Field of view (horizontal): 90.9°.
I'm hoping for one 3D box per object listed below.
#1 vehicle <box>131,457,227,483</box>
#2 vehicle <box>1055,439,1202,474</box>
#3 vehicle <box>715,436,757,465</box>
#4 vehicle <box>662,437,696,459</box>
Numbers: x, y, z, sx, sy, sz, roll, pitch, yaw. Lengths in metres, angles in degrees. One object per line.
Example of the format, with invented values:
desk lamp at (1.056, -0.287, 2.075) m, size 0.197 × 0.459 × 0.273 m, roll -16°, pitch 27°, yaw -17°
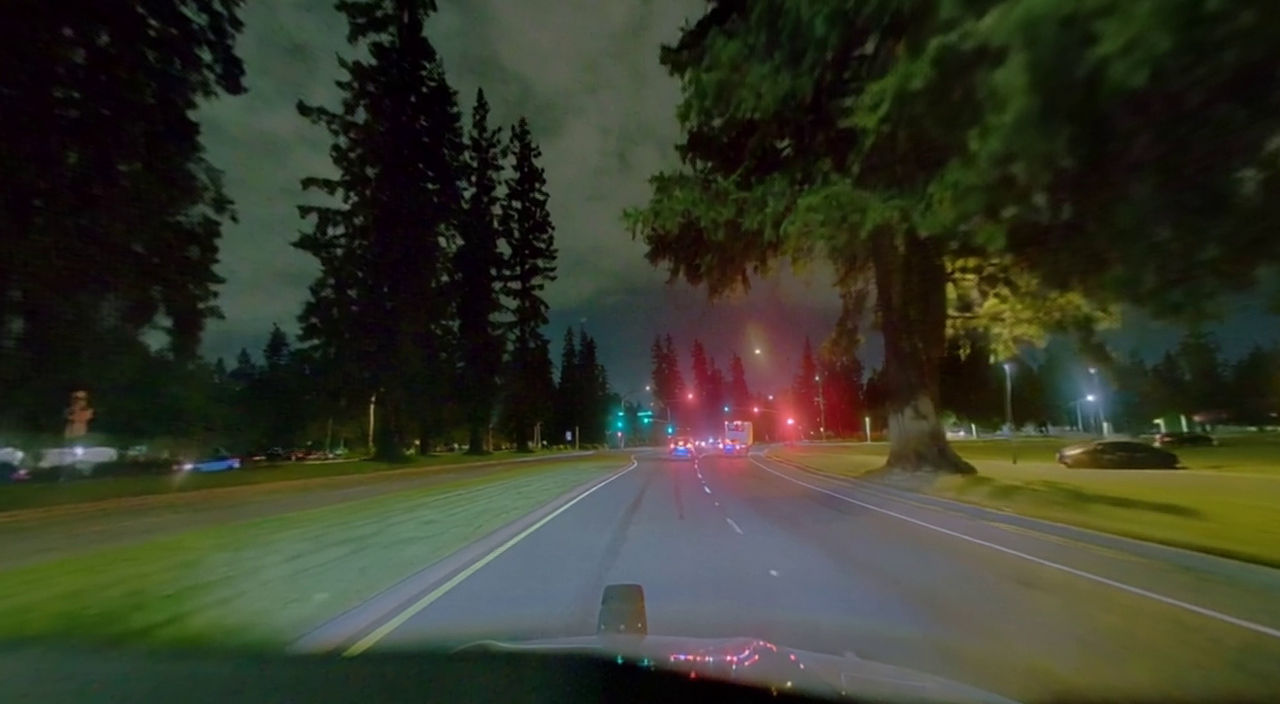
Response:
vehicle at (-27.188, 6.975, 37.301) m, size 4.275 × 1.430 × 1.878 m, roll -1°, pitch -9°, yaw 4°
vehicle at (21.003, 4.506, 27.292) m, size 4.627 × 1.418 × 1.800 m, roll -1°, pitch -9°, yaw 7°
vehicle at (5.297, 5.460, 35.177) m, size 1.989 × 1.497 × 4.436 m, roll -1°, pitch -9°, yaw 5°
vehicle at (2.837, 6.827, 44.790) m, size 2.066 × 1.482 × 4.273 m, roll -1°, pitch -9°, yaw 8°
